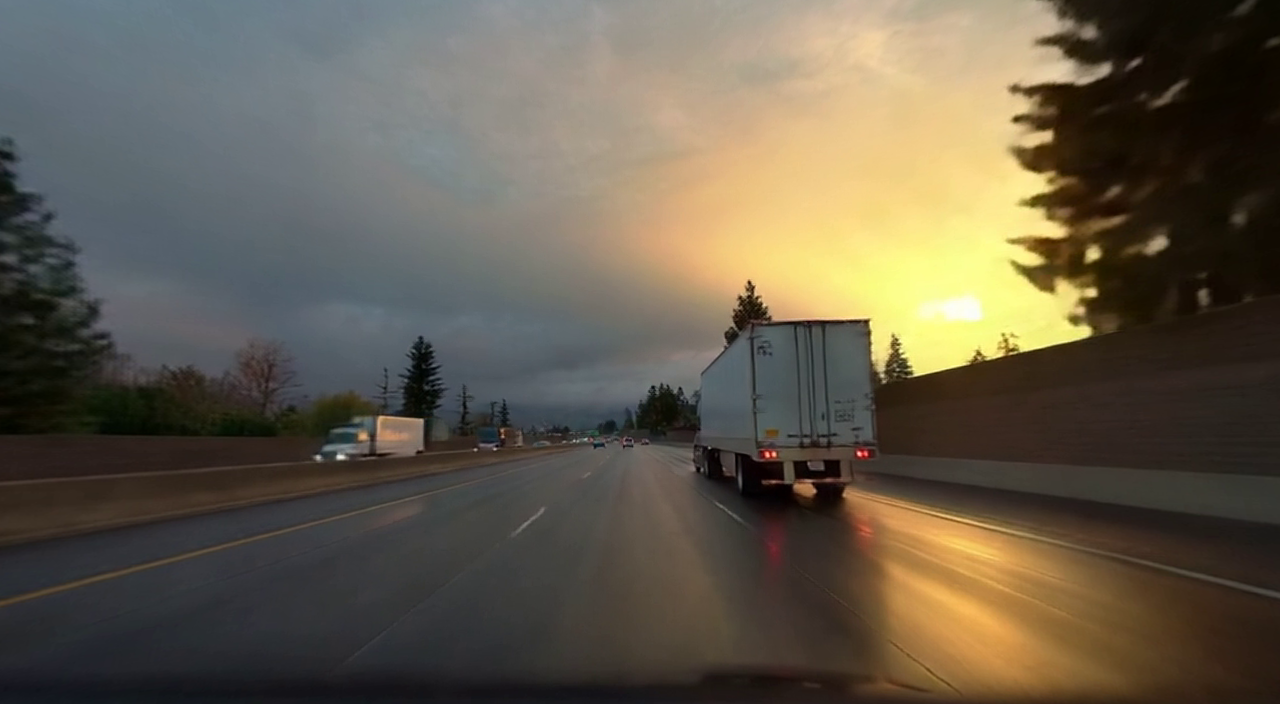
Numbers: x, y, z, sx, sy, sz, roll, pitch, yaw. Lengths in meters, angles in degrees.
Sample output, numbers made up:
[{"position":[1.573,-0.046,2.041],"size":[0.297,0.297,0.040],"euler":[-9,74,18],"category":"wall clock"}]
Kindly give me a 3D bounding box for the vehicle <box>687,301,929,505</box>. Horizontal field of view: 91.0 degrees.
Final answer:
[{"position":[3.996,1.993,20.173],"size":[3.489,4.211,14.193],"euler":[0,-8,-1],"category":"vehicle"}]

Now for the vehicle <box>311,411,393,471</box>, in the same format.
[{"position":[-19.982,6.223,44.113],"size":[2.912,3.859,6.032],"euler":[-1,-8,-1],"category":"vehicle"}]
